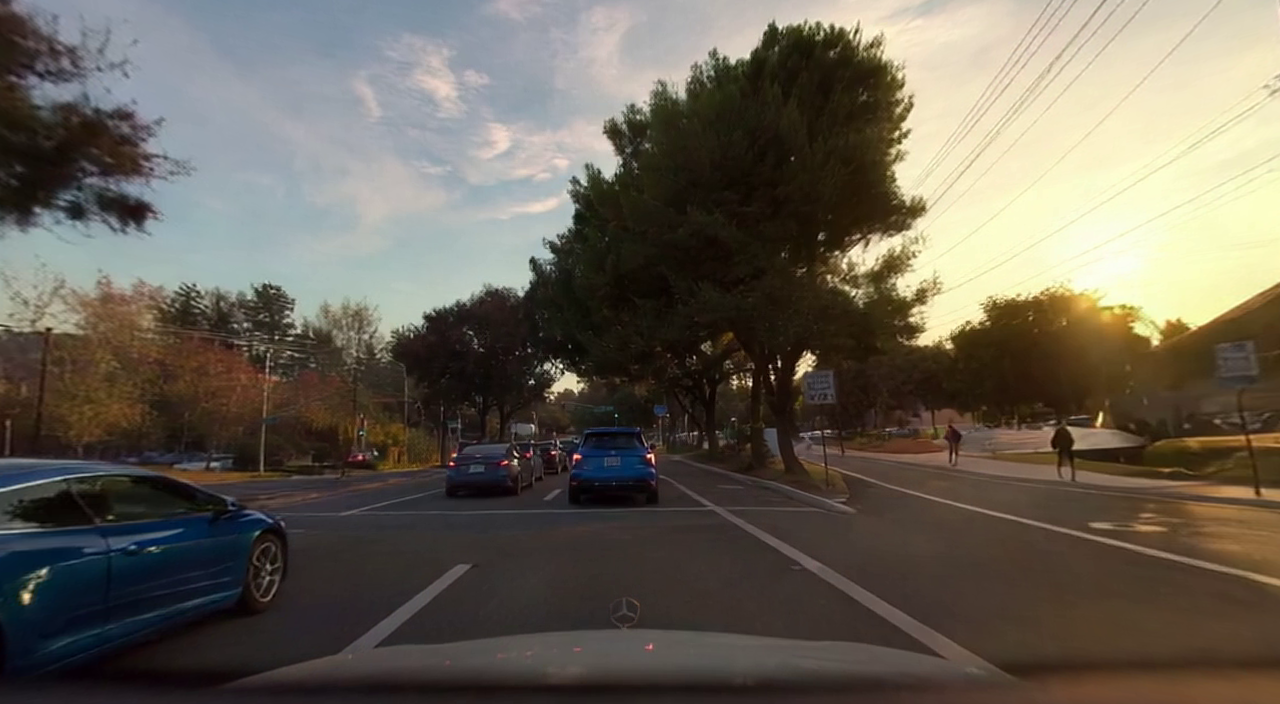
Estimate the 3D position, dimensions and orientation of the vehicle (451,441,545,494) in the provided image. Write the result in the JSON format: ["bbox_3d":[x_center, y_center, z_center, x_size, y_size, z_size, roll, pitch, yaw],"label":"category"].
[{"bbox_3d":[-4.400,3.629,20.334,2.087,1.485,4.452,0,-8,-1],"label":"vehicle"}]

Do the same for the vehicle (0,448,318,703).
[{"bbox_3d":[-3.716,1.163,3.187,1.865,1.314,4.461,0,-8,0],"label":"vehicle"}]

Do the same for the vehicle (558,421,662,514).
[{"bbox_3d":[-0.637,2.527,14.239,2.012,1.769,3.897,0,-8,-2],"label":"vehicle"}]

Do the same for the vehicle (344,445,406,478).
[{"bbox_3d":[-15.642,6.458,37.494,1.785,1.745,4.405,0,-8,-1],"label":"vehicle"}]
